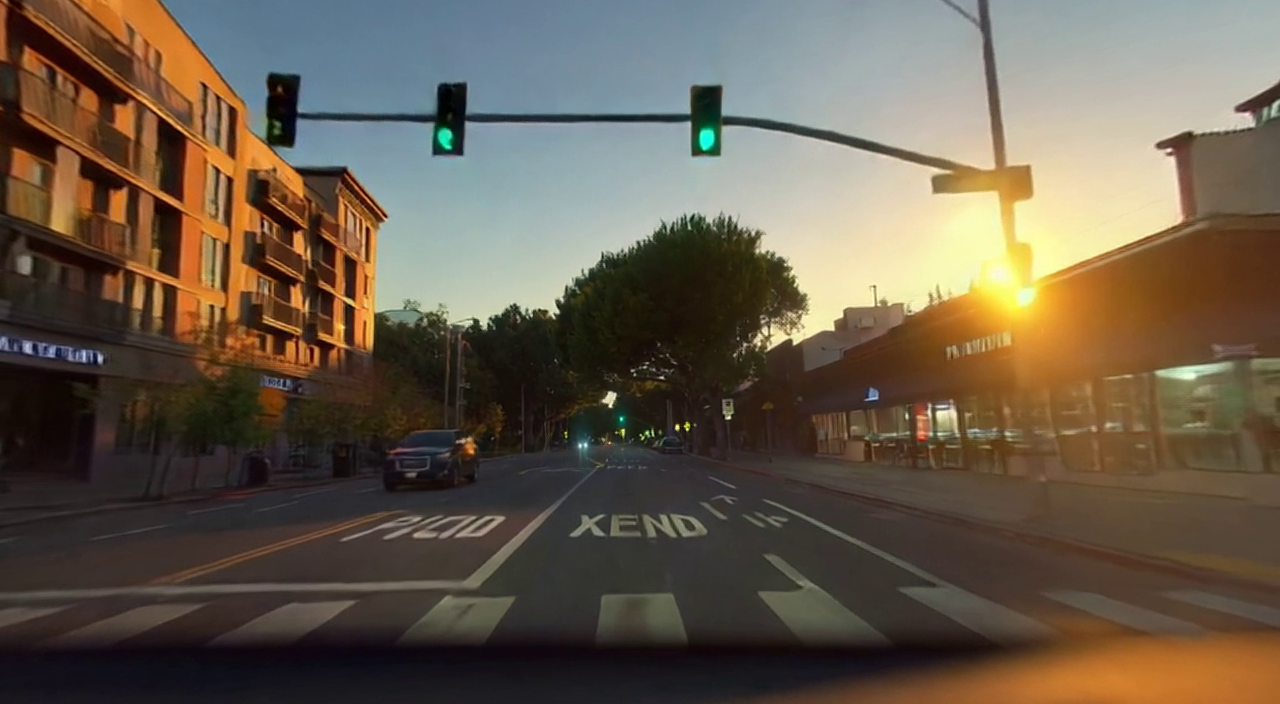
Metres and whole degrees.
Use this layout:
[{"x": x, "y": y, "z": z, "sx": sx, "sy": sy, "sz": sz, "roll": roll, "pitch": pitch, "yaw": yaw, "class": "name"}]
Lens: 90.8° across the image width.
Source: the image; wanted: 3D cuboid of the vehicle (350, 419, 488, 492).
[{"x": -6.614, "y": 3.179, "z": 19.753, "sx": 2.545, "sy": 1.943, "sz": 5.168, "roll": 0, "pitch": -8, "yaw": -1, "class": "vehicle"}]

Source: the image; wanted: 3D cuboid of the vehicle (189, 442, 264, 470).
[{"x": -23.057, "y": 5.758, "z": 35.385, "sx": 1.739, "sy": 1.373, "sz": 3.759, "roll": 0, "pitch": -7, "yaw": -2, "class": "vehicle"}]

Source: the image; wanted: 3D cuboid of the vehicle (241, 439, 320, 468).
[{"x": -20.464, "y": 5.774, "z": 36.164, "sx": 1.981, "sy": 1.510, "sz": 4.439, "roll": 0, "pitch": -8, "yaw": -1, "class": "vehicle"}]
